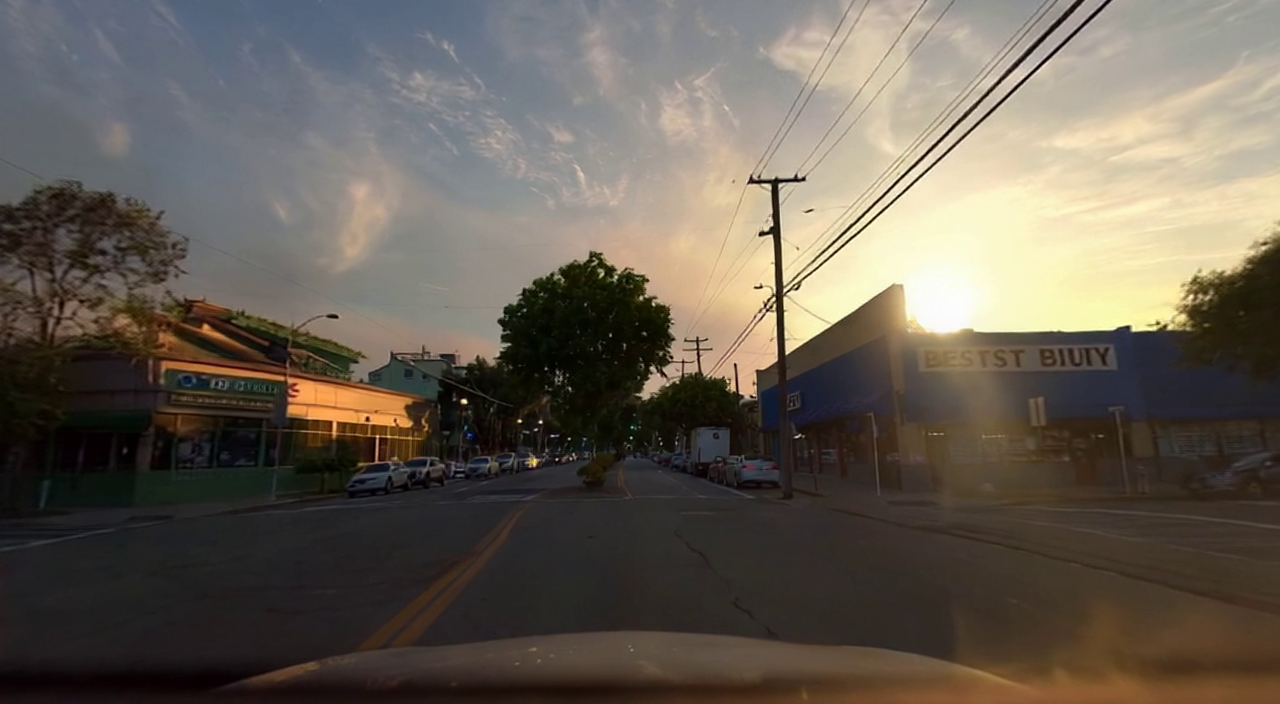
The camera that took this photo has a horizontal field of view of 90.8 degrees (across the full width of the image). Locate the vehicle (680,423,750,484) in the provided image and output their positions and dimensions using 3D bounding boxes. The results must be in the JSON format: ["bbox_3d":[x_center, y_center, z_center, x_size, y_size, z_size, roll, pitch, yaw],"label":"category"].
[{"bbox_3d":[4.266,5.998,37.554,2.815,3.203,7.558,0,-9,-3],"label":"vehicle"}]

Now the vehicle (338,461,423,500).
[{"bbox_3d":[-11.230,5.573,27.667,1.978,1.452,4.263,0,-9,-1],"label":"vehicle"}]

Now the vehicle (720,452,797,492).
[{"bbox_3d":[5.299,5.395,28.826,1.963,1.646,4.204,2,-9,-12],"label":"vehicle"}]

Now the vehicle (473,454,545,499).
[{"bbox_3d":[-4.906,4.698,24.300,2.050,1.505,4.219,0,-9,-3],"label":"vehicle"}]

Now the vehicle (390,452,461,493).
[{"bbox_3d":[-11.181,6.289,33.359,2.072,1.818,4.951,-3,-9,-1],"label":"vehicle"}]

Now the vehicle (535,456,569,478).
[{"bbox_3d":[-6.237,8.184,45.177,1.845,1.469,4.413,0,-8,-1],"label":"vehicle"}]
